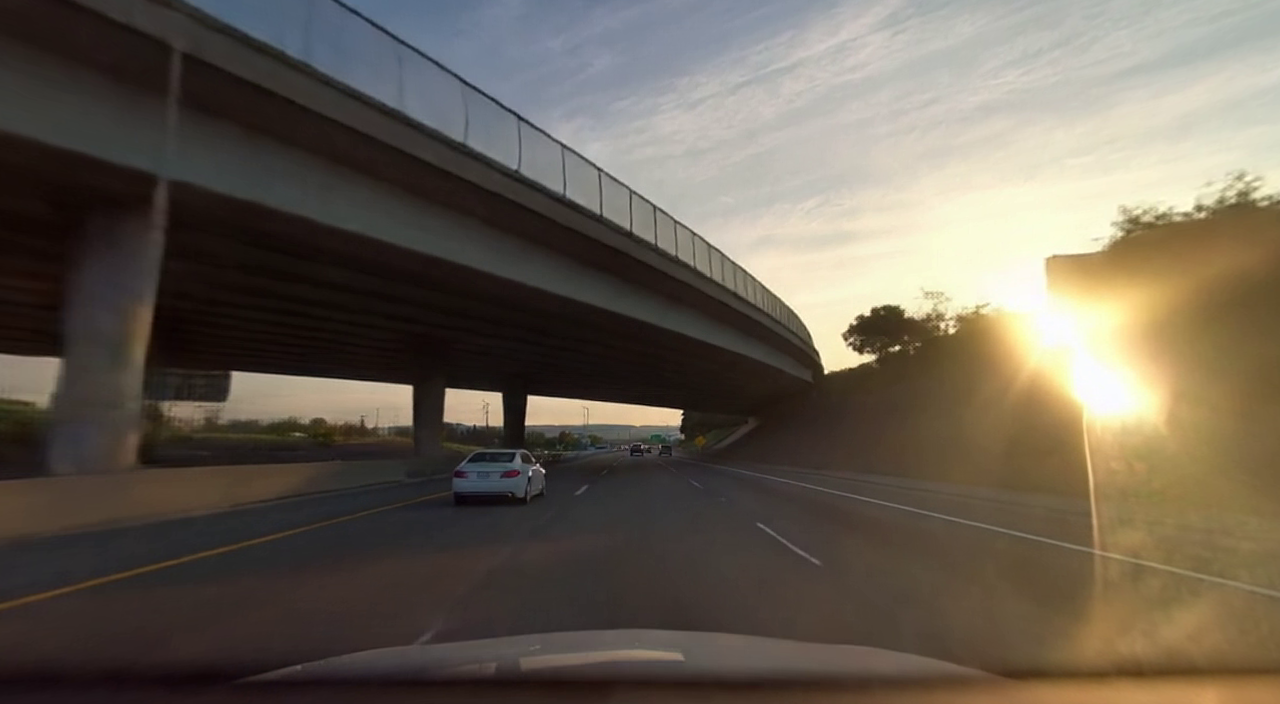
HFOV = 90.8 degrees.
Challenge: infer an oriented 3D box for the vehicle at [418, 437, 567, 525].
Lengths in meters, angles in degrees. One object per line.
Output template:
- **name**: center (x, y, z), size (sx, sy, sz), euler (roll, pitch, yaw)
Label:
- **vehicle**: center (-2.911, 2.659, 13.648), size (2.029, 1.557, 4.570), euler (0, -9, 1)
